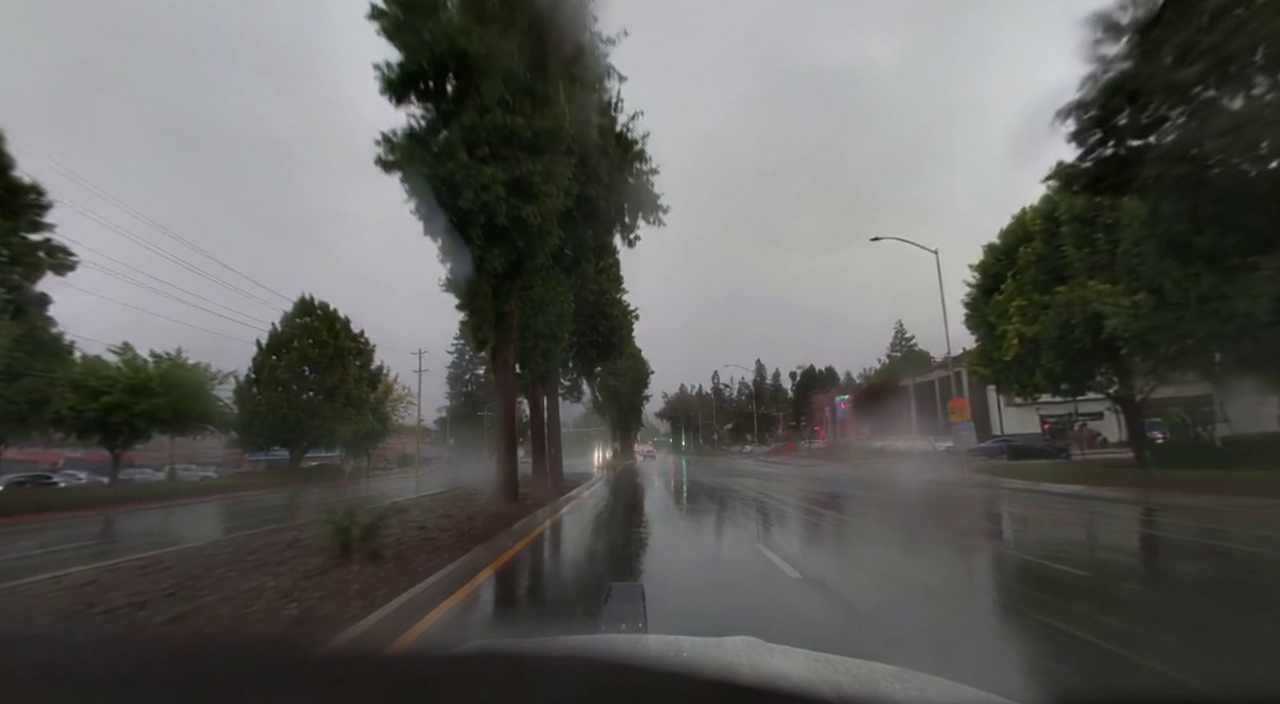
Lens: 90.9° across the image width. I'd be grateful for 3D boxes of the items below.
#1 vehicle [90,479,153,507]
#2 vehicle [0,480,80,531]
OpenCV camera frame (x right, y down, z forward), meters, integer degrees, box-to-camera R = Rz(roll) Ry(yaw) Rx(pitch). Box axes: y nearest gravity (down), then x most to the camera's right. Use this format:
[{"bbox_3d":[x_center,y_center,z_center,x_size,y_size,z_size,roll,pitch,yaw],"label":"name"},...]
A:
[{"bbox_3d":[-40.620,11.047,49.397,3.731,1.455,1.697,-11,-10,6],"label":"vehicle"},{"bbox_3d":[-23.356,5.616,23.074,1.847,1.593,4.127,0,-9,1],"label":"vehicle"}]
